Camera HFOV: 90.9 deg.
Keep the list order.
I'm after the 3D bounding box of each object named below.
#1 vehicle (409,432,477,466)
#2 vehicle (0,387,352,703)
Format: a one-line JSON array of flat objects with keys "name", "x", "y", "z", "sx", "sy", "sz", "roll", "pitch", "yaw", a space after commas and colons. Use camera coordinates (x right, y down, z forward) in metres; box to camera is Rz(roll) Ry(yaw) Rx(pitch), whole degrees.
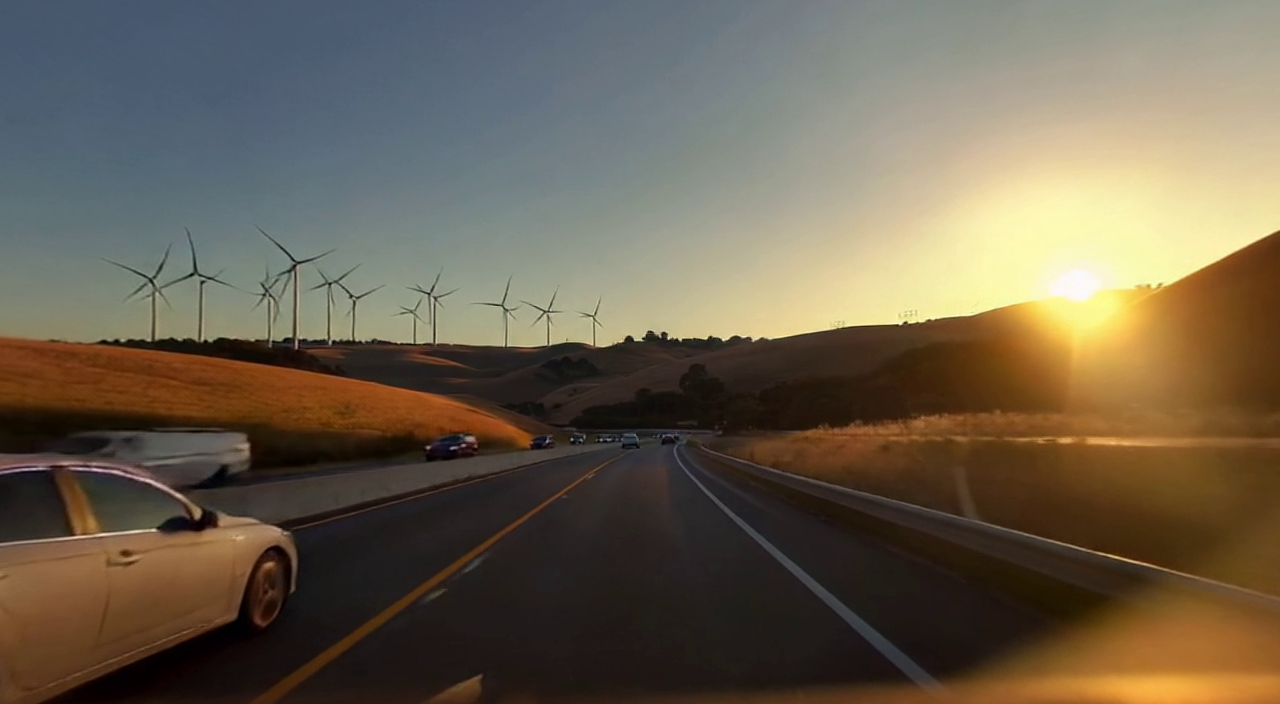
[{"name": "vehicle", "x": -9.228, "y": 4.552, "z": 29.860, "sx": 1.823, "sy": 1.509, "sz": 4.008, "roll": 0, "pitch": -8, "yaw": 2}, {"name": "vehicle", "x": -2.886, "y": 0.841, "z": 1.961, "sx": 1.918, "sy": 1.443, "sz": 4.422, "roll": 0, "pitch": -8, "yaw": -1}]
